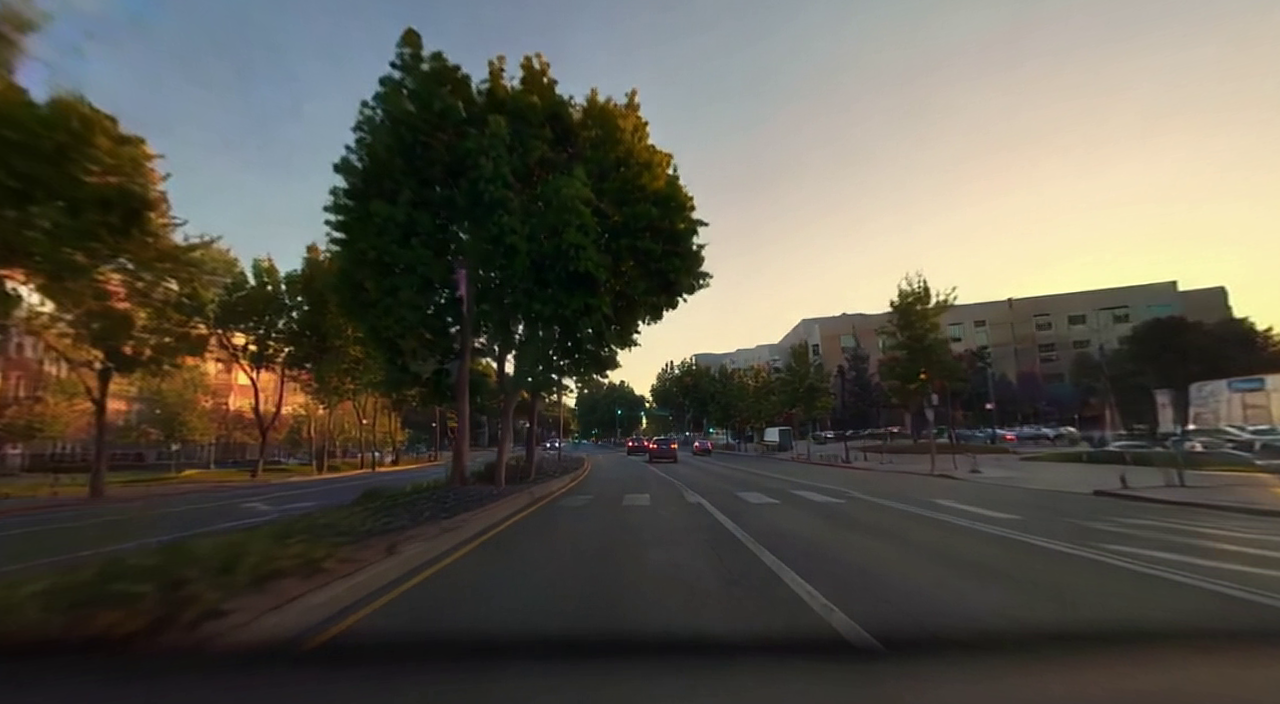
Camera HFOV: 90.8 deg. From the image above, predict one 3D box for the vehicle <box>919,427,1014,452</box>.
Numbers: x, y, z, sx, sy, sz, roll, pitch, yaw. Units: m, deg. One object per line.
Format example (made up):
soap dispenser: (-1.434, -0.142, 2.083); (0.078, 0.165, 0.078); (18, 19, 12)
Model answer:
vehicle: (19.848, 5.357, 38.530); (4.619, 1.447, 2.054); (0, -8, -1)

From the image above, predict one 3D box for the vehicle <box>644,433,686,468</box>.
vehicle: (1.385, 5.241, 33.725); (2.100, 1.683, 4.231); (-1, -8, 4)
